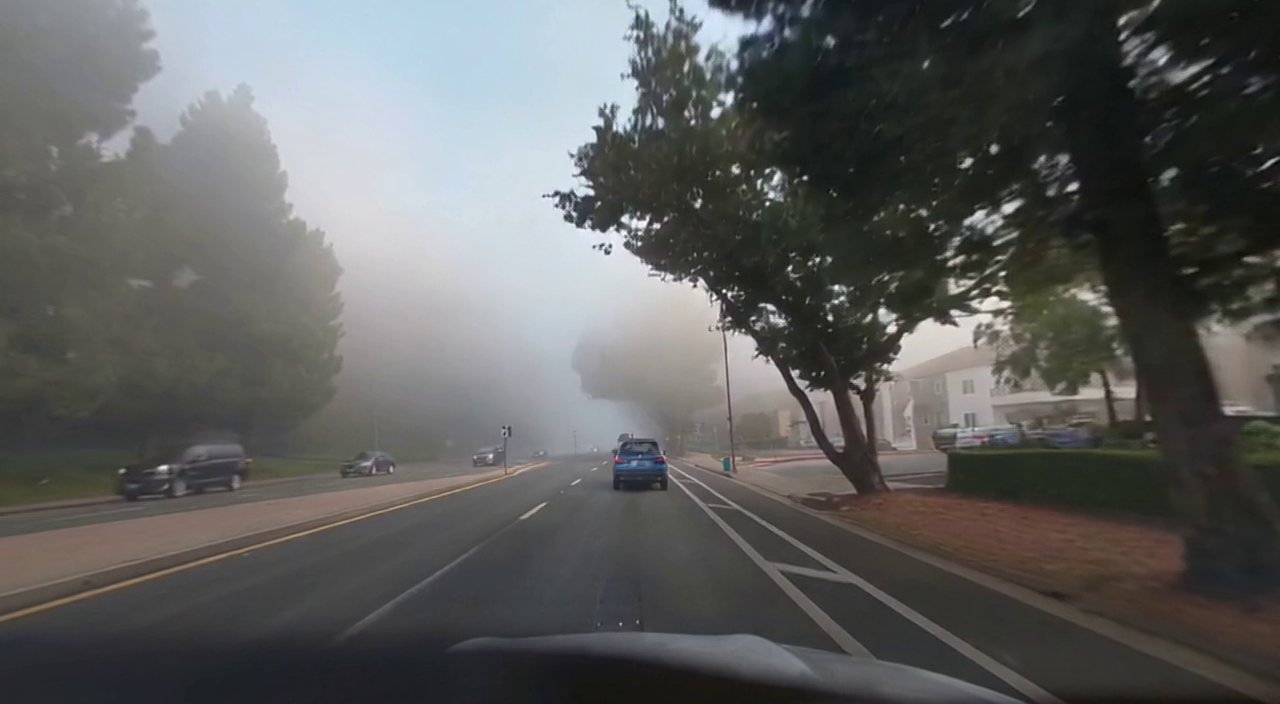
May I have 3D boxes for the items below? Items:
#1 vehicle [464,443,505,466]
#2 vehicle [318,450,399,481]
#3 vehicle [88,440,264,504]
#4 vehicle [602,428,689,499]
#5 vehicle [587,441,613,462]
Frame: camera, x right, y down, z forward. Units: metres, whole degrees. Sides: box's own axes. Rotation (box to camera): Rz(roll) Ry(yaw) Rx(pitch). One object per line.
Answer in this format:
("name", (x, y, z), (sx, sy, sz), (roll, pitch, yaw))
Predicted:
("vehicle", (-12.210, 8.027, 49.824), (2.143, 1.711, 4.477), (0, -9, 0))
("vehicle", (-15.207, 6.117, 34.442), (2.124, 1.542, 4.702), (0, -9, 2))
("vehicle", (-15.546, 4.010, 21.657), (2.283, 1.880, 4.960), (0, -9, 0))
("vehicle", (0.127, 2.965, 17.134), (2.094, 1.682, 3.866), (0, -9, 0))
("vehicle", (-3.052, 7.668, 48.760), (1.879, 1.494, 3.626), (0, -9, -2))
